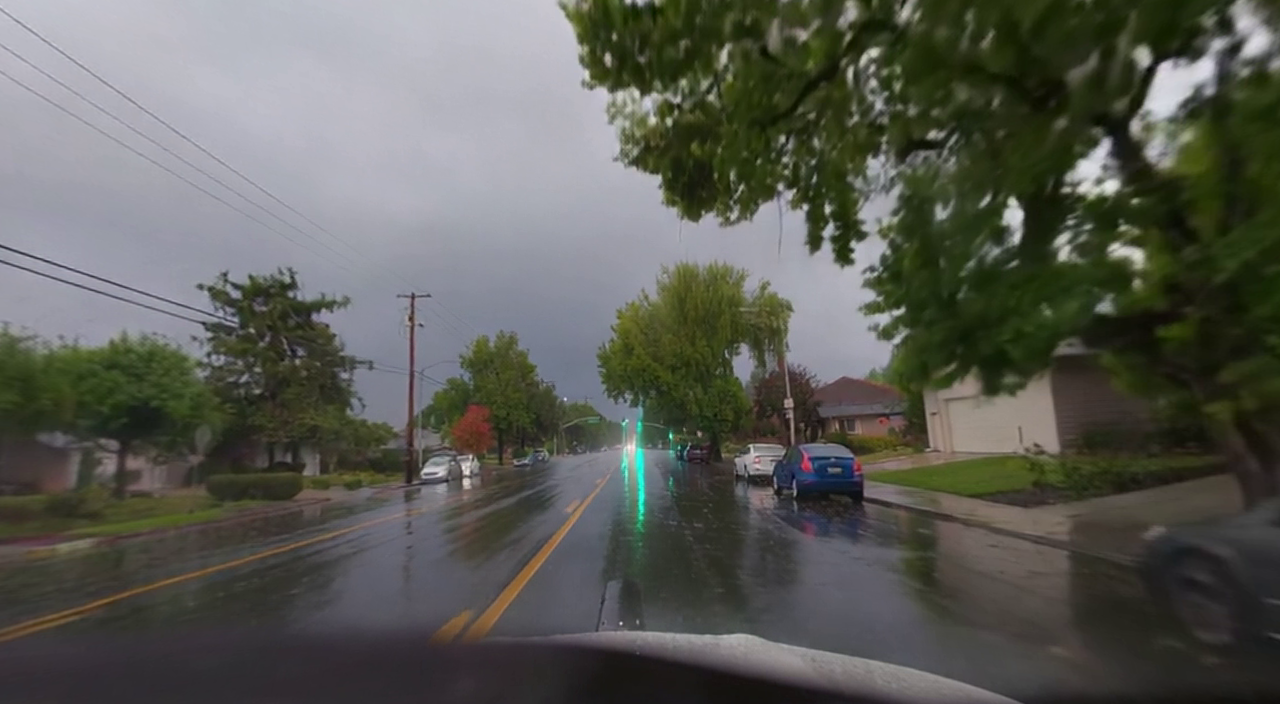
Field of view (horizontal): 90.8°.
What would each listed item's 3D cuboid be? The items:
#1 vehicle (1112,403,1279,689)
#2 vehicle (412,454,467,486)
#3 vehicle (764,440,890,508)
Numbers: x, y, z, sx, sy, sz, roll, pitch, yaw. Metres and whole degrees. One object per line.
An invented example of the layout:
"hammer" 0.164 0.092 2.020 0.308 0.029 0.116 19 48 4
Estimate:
"vehicle" 4.557 0.907 2.385 1.934 1.573 4.547 0 -8 -1
"vehicle" -11.324 6.673 35.970 1.845 1.626 4.105 0 -8 -2
"vehicle" 4.710 3.121 16.657 1.924 1.516 4.163 0 -8 -2
